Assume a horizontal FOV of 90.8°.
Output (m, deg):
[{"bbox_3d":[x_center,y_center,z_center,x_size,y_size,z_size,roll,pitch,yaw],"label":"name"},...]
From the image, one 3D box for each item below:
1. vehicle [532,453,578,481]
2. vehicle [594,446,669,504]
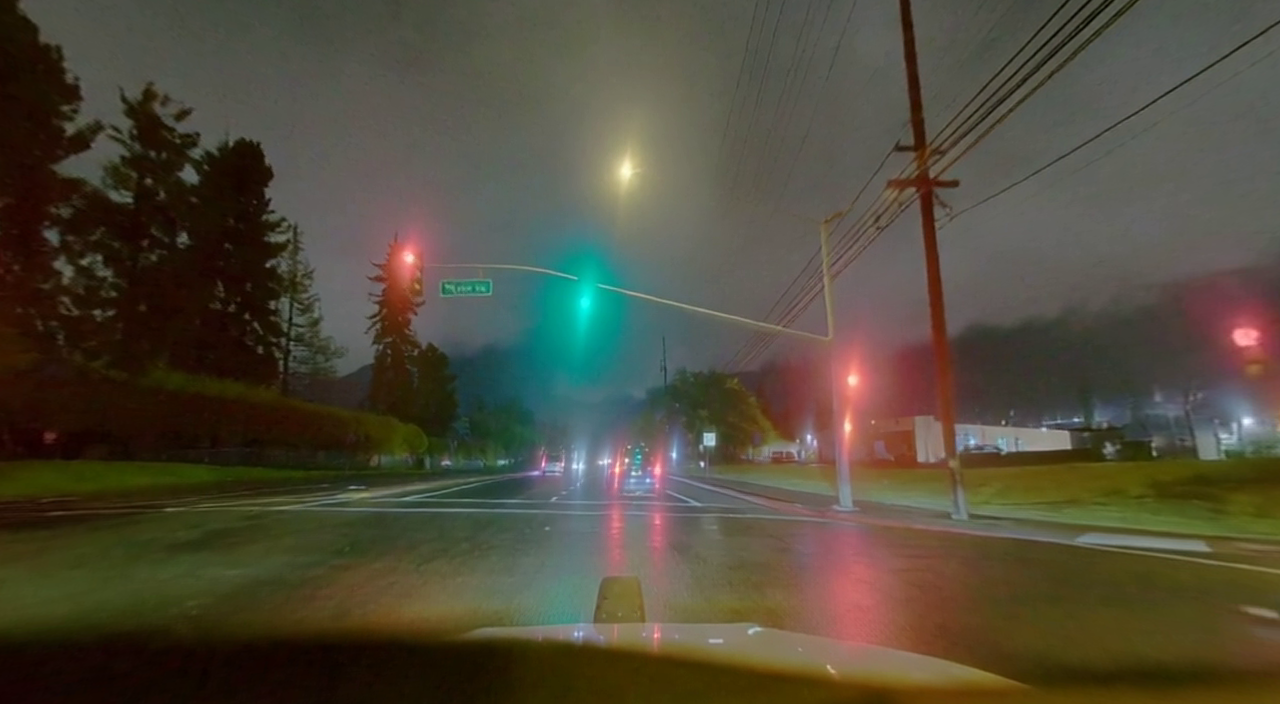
[{"bbox_3d":[-4.972,6.791,37.561,2.153,1.474,4.284,0,-9,0],"label":"vehicle"},{"bbox_3d":[-0.291,3.859,20.192,2.156,1.636,3.923,1,-9,-1],"label":"vehicle"}]
